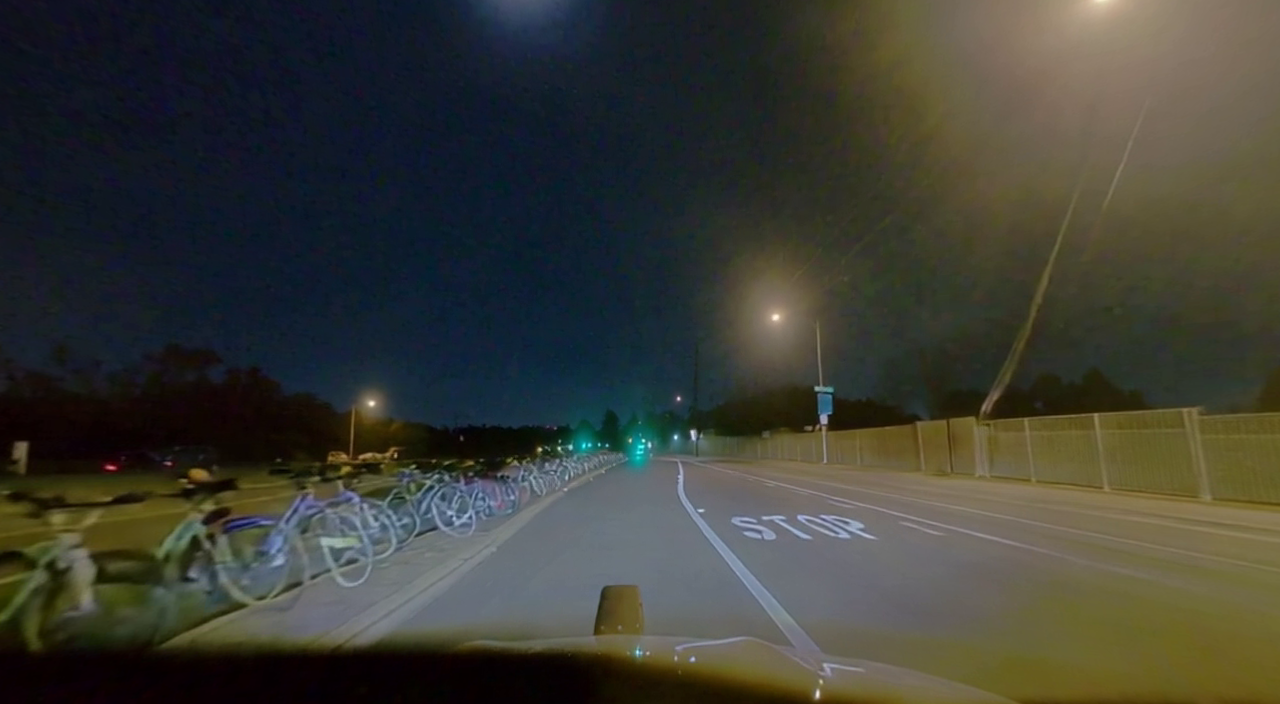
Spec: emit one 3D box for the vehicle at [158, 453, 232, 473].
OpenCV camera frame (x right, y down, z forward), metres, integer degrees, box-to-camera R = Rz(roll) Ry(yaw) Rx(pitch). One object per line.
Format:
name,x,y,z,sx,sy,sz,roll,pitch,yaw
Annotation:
vehicle,-33.598,8.373,47.751,4.205,1.440,1.823,-1,-9,2

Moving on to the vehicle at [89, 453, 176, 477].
vehicle,-33.017,7.326,41.195,4.108,1.480,1.800,0,-9,1
